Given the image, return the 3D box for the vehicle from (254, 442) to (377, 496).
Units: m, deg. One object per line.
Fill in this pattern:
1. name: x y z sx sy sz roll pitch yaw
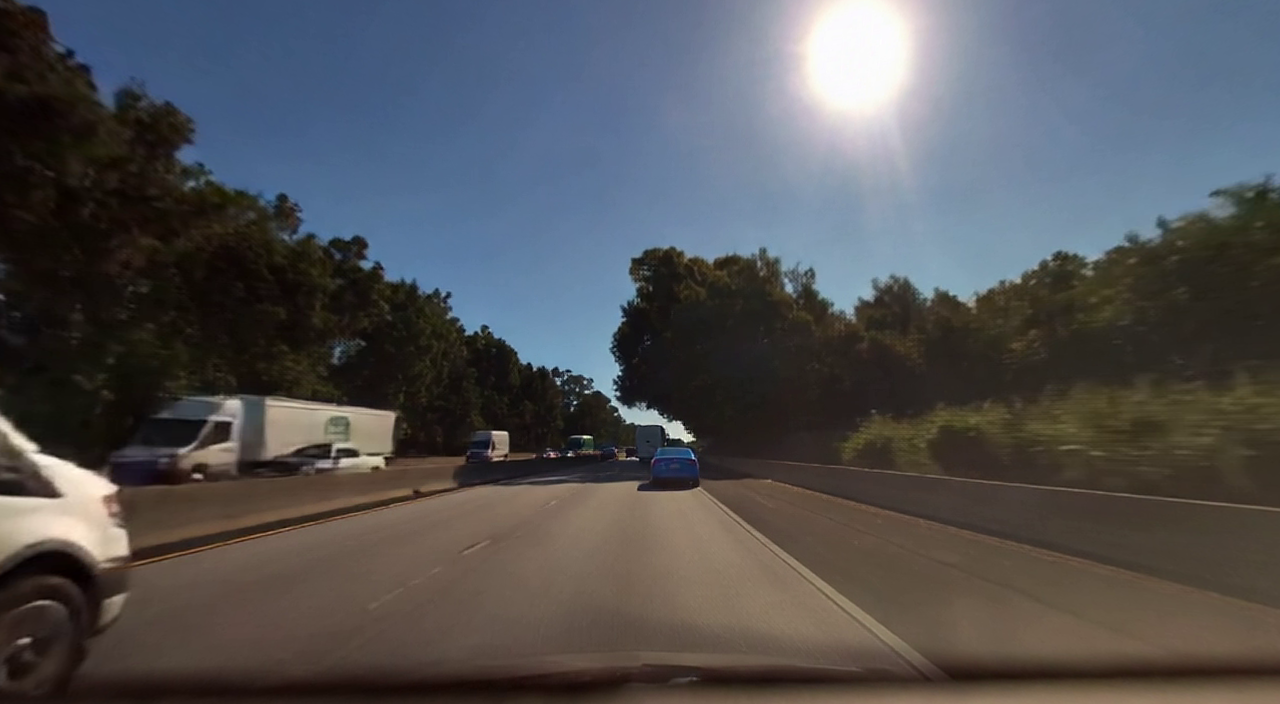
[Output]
1. vehicle: -12.225 4.410 24.200 2.042 1.813 4.926 0 -9 1

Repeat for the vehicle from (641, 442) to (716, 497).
1. vehicle: 1.058 3.497 19.057 2.012 1.485 3.649 0 -9 0

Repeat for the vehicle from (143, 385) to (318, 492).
1. vehicle: -16.714 3.644 26.405 2.956 3.936 6.173 0 -9 1
